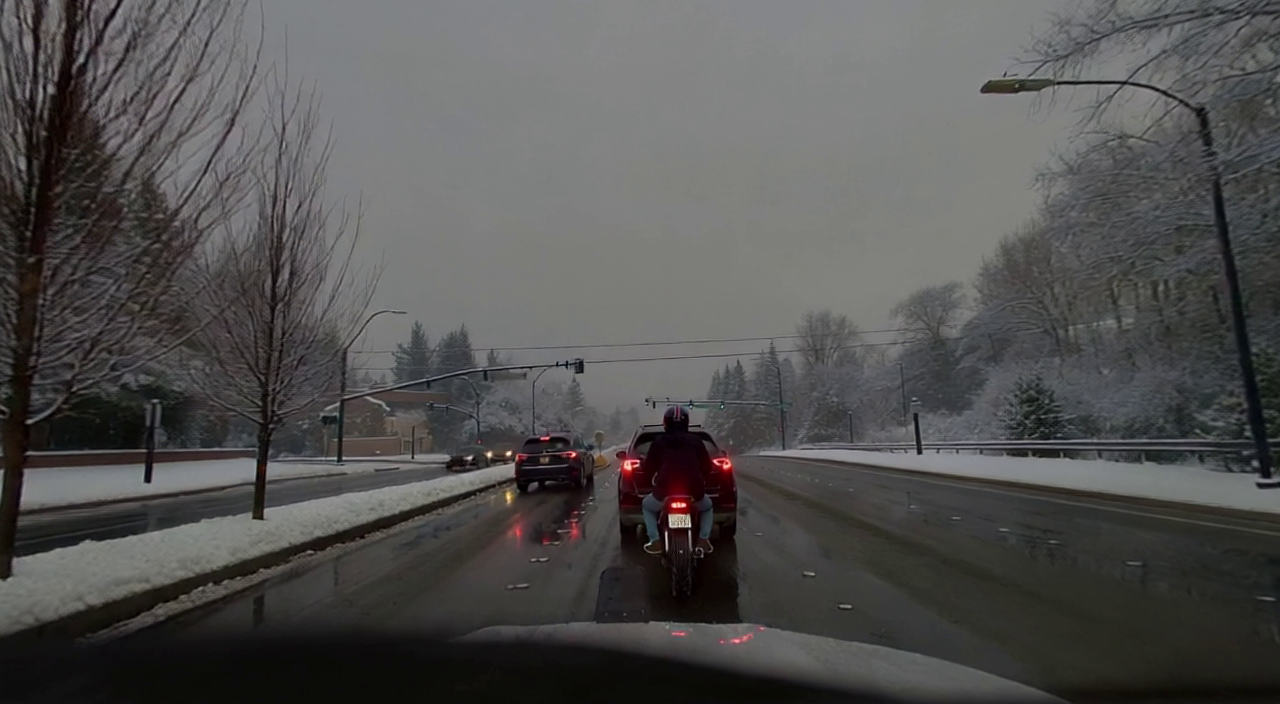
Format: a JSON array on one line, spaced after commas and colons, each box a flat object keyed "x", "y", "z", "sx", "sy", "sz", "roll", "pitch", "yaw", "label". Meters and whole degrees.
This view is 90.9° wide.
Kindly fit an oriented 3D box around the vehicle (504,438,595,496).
[{"x": -2.533, "y": 3.313, "z": 18.609, "sx": 1.979, "sy": 1.499, "sz": 3.840, "roll": -1, "pitch": -8, "yaw": 2, "label": "vehicle"}]

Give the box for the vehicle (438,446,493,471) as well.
[{"x": -11.047, "y": 6.762, "z": 40.268, "sx": 1.936, "sy": 1.425, "sz": 4.630, "roll": -1, "pitch": -8, "yaw": 4, "label": "vehicle"}]

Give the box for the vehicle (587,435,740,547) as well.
[{"x": 0.331, "y": 2.171, "z": 10.664, "sx": 2.009, "sy": 1.450, "sz": 4.608, "roll": -1, "pitch": -8, "yaw": 1, "label": "vehicle"}]
